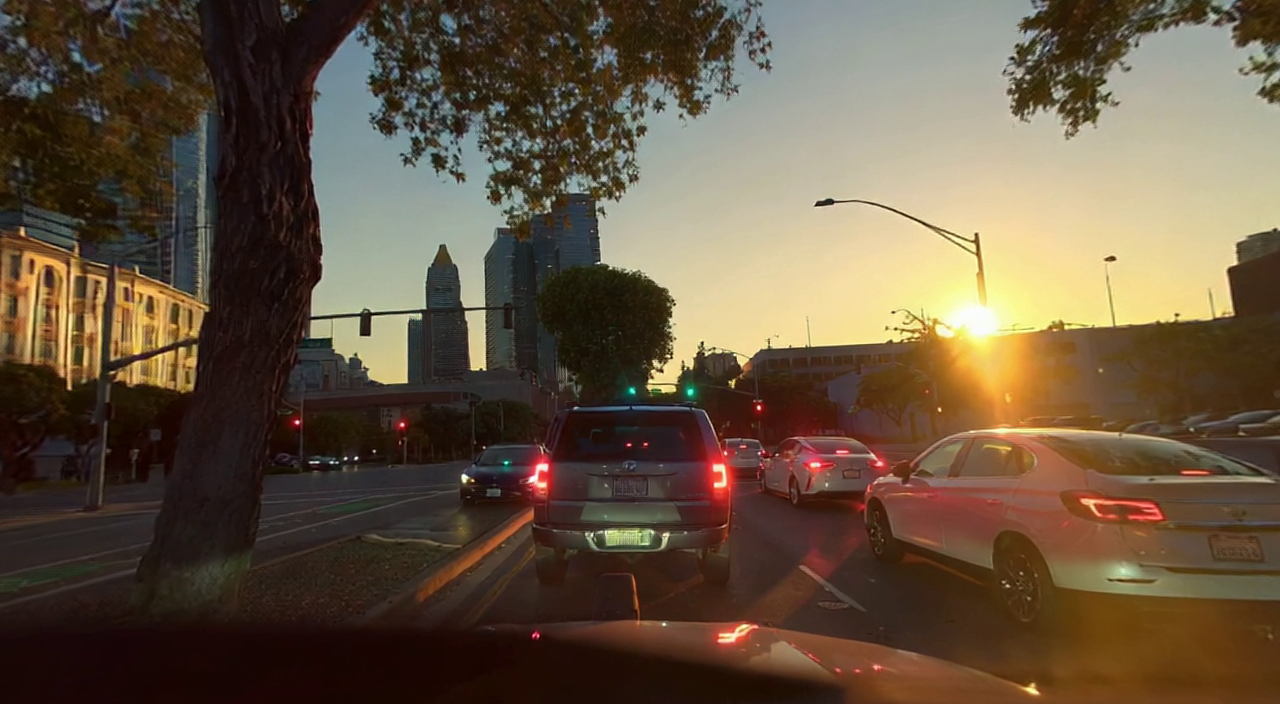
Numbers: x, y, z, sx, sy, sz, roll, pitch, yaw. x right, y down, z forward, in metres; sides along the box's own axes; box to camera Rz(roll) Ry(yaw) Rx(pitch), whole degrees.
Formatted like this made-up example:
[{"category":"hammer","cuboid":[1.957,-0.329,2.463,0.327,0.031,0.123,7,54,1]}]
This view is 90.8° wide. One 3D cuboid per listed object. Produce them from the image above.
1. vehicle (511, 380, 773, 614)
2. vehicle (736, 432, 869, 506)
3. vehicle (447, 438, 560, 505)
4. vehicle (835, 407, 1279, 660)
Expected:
[{"category":"vehicle","cuboid":[-0.033,1.460,7.275,2.038,1.819,4.505,0,-8,-1]},{"category":"vehicle","cuboid":[3.651,2.706,15.066,1.940,1.474,4.234,0,-8,-1]},{"category":"vehicle","cuboid":[-3.307,2.982,16.227,1.913,1.464,4.276,0,-8,0]},{"category":"vehicle","cuboid":[3.646,1.408,6.078,1.995,1.483,4.533,0,-8,-1]}]
